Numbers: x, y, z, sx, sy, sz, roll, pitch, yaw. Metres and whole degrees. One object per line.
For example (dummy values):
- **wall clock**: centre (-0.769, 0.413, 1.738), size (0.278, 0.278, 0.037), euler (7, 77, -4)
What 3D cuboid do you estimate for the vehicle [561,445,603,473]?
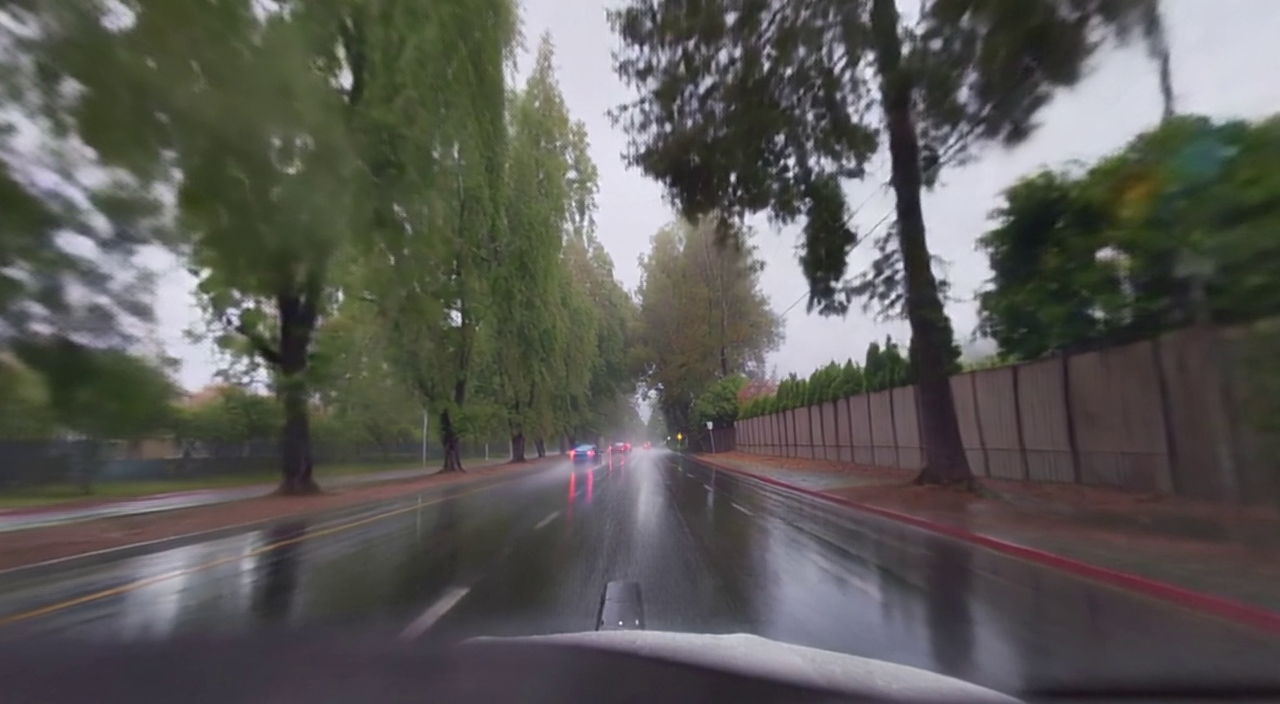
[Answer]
- **vehicle**: centre (-3.140, 5.867, 34.796), size (1.870, 1.431, 4.317), euler (0, -8, 1)
